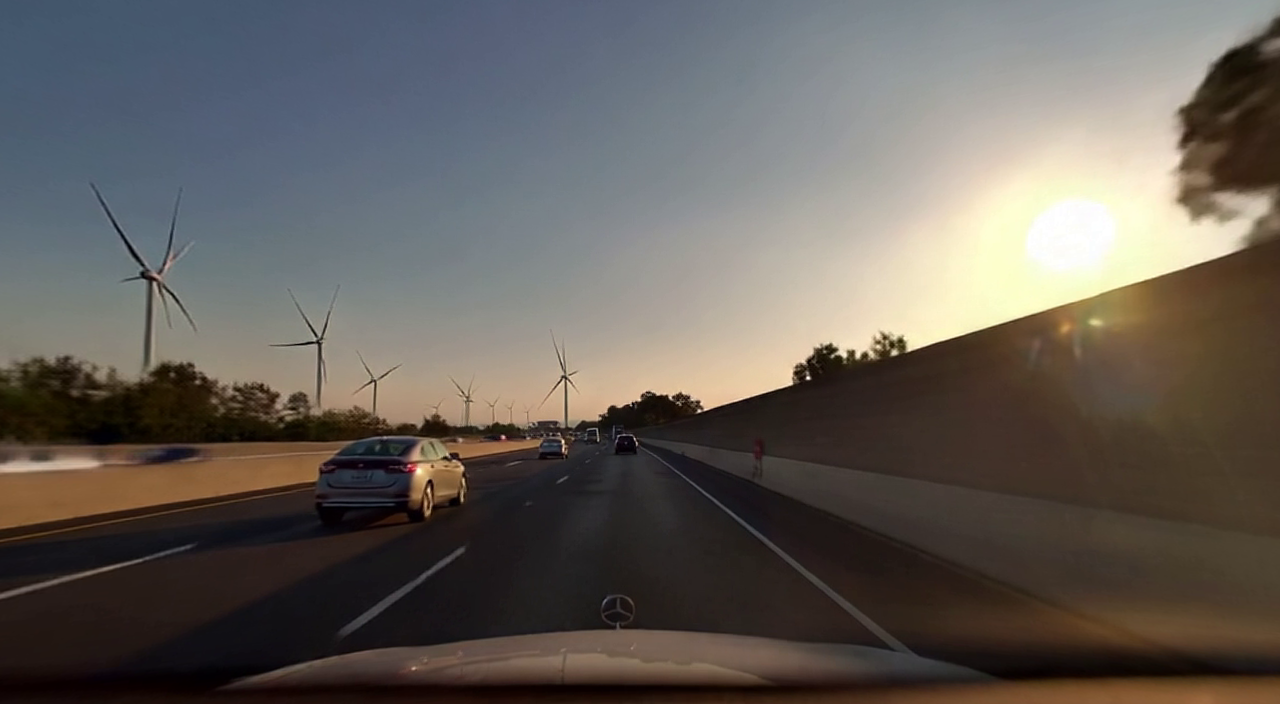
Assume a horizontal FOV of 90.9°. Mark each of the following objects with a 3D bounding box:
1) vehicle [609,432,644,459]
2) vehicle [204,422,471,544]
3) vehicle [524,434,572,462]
[{"bbox_3d":[-0.839,5.683,38.554,2.027,1.550,3.607,0,-8,-1],"label":"vehicle"},{"bbox_3d":[-4.306,1.911,10.025,1.998,1.468,4.635,0,-8,-1],"label":"vehicle"},{"bbox_3d":[-4.902,5.190,34.186,2.059,1.436,3.802,0,-8,-1],"label":"vehicle"}]
